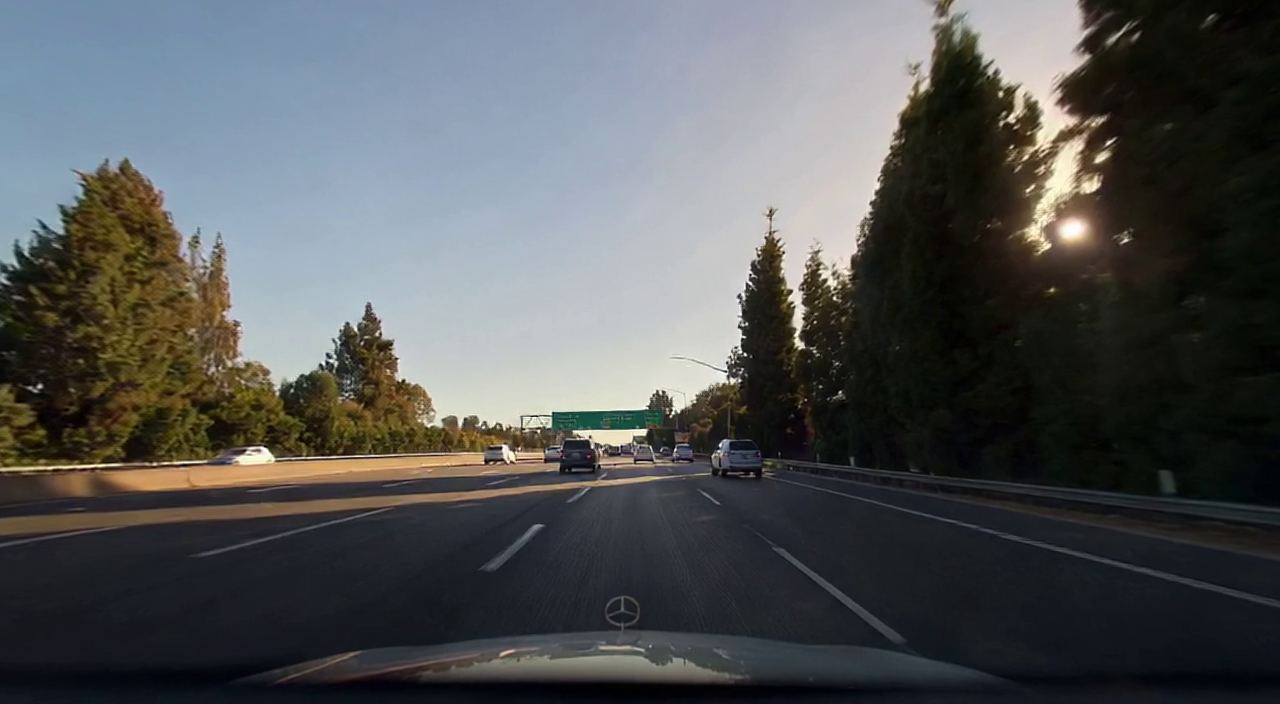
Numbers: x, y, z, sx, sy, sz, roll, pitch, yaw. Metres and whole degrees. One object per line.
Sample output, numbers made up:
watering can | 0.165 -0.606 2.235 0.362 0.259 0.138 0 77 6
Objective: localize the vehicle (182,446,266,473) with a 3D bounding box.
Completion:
vehicle | -28.196 7.302 42.939 2.099 1.673 5.261 0 -9 1

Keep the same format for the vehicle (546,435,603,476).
vehicle | -3.299 5.413 33.114 2.449 1.929 5.503 0 -9 -1

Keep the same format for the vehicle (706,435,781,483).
vehicle | 4.142 4.380 26.107 2.218 1.776 4.807 0 -9 0

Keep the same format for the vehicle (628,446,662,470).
vehicle | 0.337 6.985 41.724 2.126 1.529 4.438 0 -9 1
